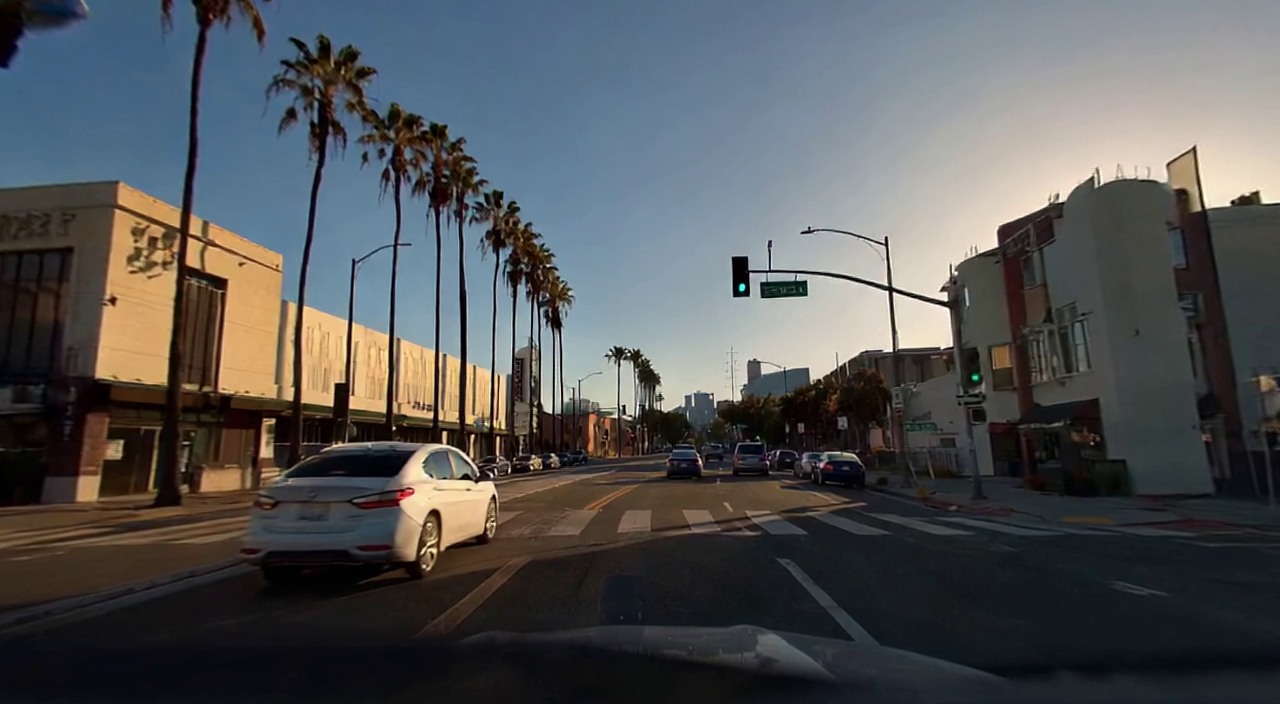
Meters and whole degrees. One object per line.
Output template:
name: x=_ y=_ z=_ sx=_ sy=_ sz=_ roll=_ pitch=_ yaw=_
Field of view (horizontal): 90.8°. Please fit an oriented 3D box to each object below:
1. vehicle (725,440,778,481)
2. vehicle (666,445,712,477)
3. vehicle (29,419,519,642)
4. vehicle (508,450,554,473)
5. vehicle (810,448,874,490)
vehicle: x=5.072 y=4.980 z=29.294 sx=2.003 sy=1.702 sz=4.288 roll=-1 pitch=-8 yaw=5
vehicle: x=2.455 y=5.316 z=31.210 sx=2.088 sy=1.452 sz=3.993 roll=-1 pitch=-8 yaw=6
vehicle: x=-3.216 y=1.661 z=7.156 sx=2.204 sy=1.584 sz=4.921 roll=-1 pitch=-8 yaw=7
vehicle: x=-8.139 y=8.267 z=47.394 sx=2.188 sy=1.490 sz=4.511 roll=-4 pitch=-12 yaw=7
vehicle: x=8.421 y=4.868 z=26.695 sx=1.914 sy=1.560 sz=4.278 roll=-2 pitch=-8 yaw=9
